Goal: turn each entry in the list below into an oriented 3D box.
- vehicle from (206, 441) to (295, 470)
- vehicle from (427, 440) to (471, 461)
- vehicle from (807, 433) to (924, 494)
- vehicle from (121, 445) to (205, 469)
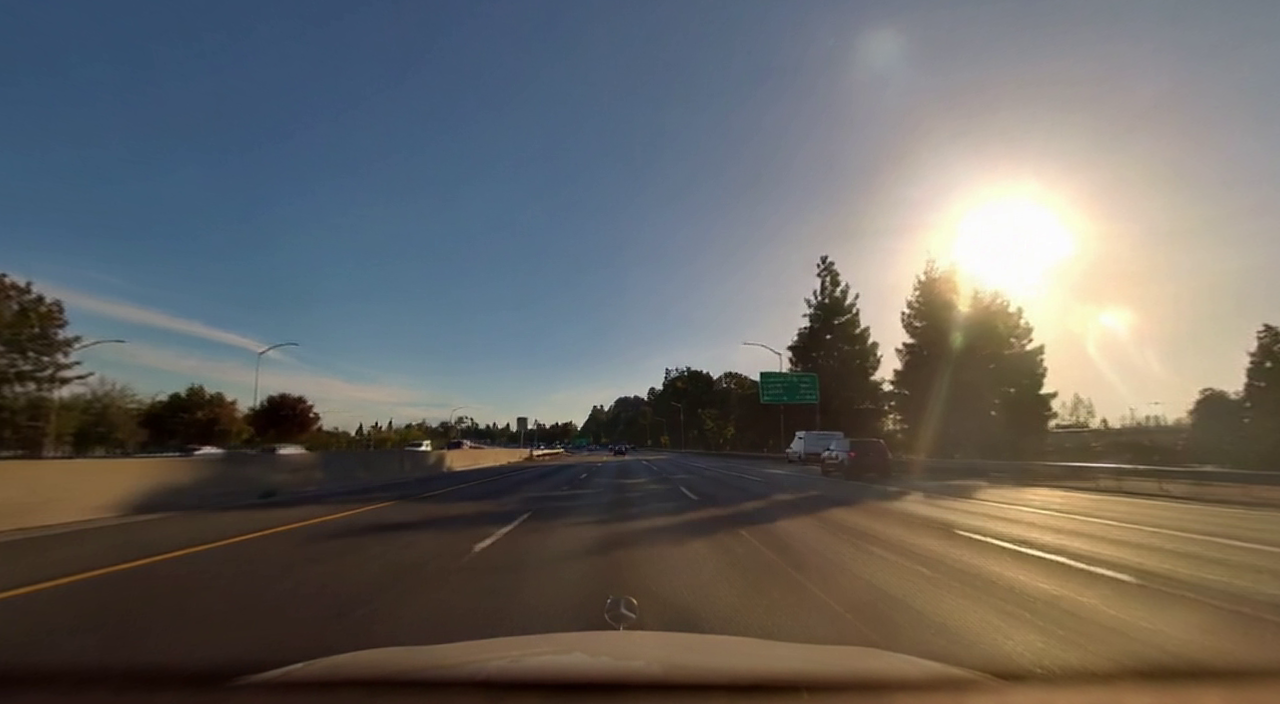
[{"bbox_3d":[-21.374,5.713,34.956,1.932,1.492,4.771,0,-9,-1],"label":"vehicle"},{"bbox_3d":[-14.909,7.737,49.568,2.089,1.559,4.558,0,-9,-1],"label":"vehicle"},{"bbox_3d":[6.864,3.431,19.757,2.081,1.705,3.926,0,-9,-2],"label":"vehicle"},{"bbox_3d":[-29.832,6.568,39.714,1.808,1.445,4.514,0,-9,-1],"label":"vehicle"}]
